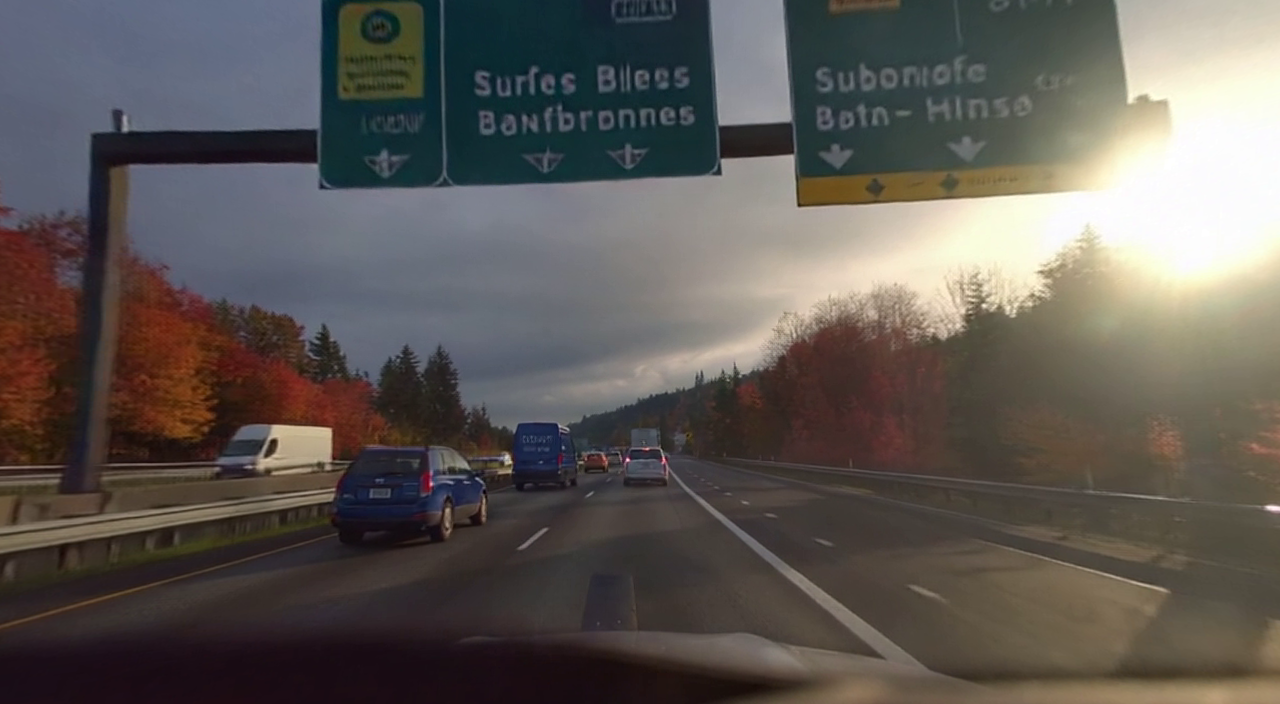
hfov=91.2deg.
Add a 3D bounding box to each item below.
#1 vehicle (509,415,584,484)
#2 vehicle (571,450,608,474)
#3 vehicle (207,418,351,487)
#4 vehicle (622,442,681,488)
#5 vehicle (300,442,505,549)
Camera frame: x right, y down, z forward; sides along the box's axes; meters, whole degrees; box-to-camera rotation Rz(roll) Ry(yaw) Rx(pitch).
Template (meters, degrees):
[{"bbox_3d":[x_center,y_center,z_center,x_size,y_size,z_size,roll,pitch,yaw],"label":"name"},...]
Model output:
[{"bbox_3d":[-3.944,4.279,27.580,2.275,2.692,5.810,0,-9,1],"label":"vehicle"},{"bbox_3d":[-3.262,7.222,41.357,2.015,1.496,4.312,0,-9,1],"label":"vehicle"},{"bbox_3d":[-21.863,6.183,38.870,2.958,3.709,9.339,-1,-9,2],"label":"vehicle"},{"bbox_3d":[0.434,4.535,25.447,2.195,1.679,4.070,0,-9,1],"label":"vehicle"},{"bbox_3d":[-3.788,2.335,10.883,1.977,1.485,3.973,0,-9,0],"label":"vehicle"}]
